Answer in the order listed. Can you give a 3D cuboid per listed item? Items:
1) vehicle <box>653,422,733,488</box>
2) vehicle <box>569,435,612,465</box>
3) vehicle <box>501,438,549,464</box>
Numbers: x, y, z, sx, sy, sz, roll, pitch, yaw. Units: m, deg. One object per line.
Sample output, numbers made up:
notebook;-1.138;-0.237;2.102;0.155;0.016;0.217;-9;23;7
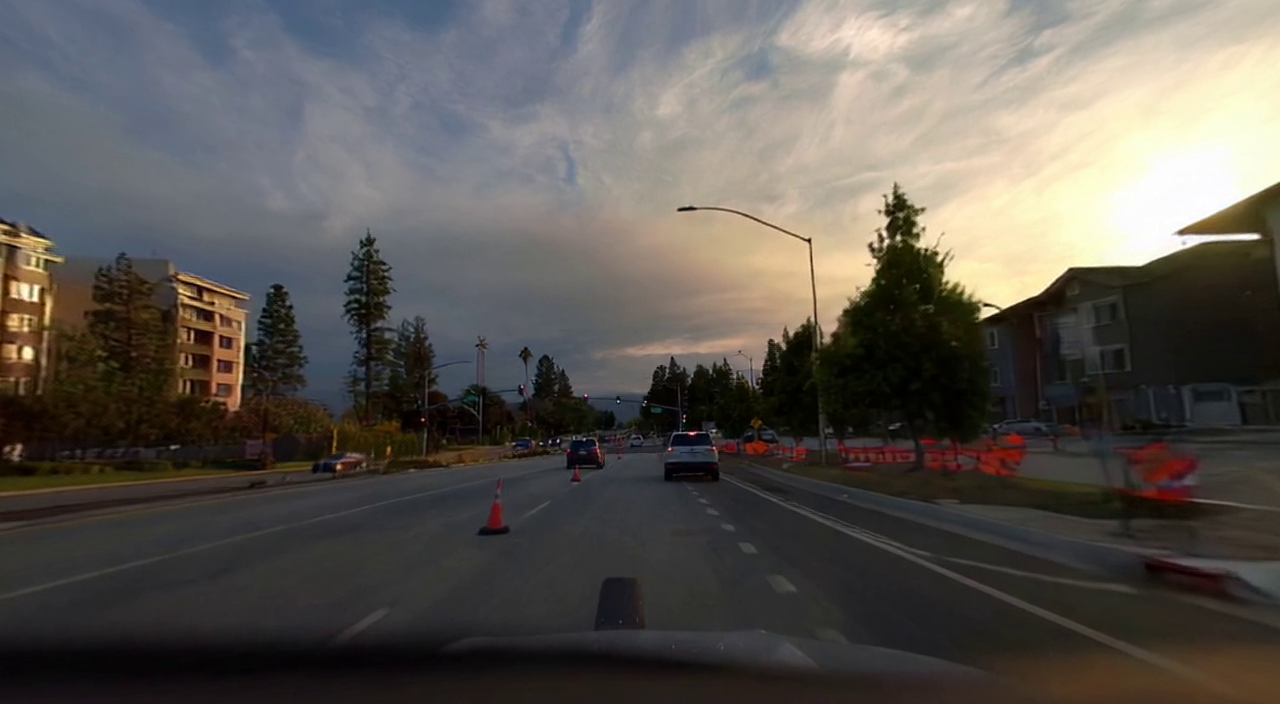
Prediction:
vehicle;1.526;3.207;19.971;2.197;1.835;4.316;0;-8;0
vehicle;-2.871;5.764;37.349;2.121;1.654;3.993;0;-8;1
vehicle;-6.953;6.058;38.678;1.928;1.488;4.635;0;-8;2
